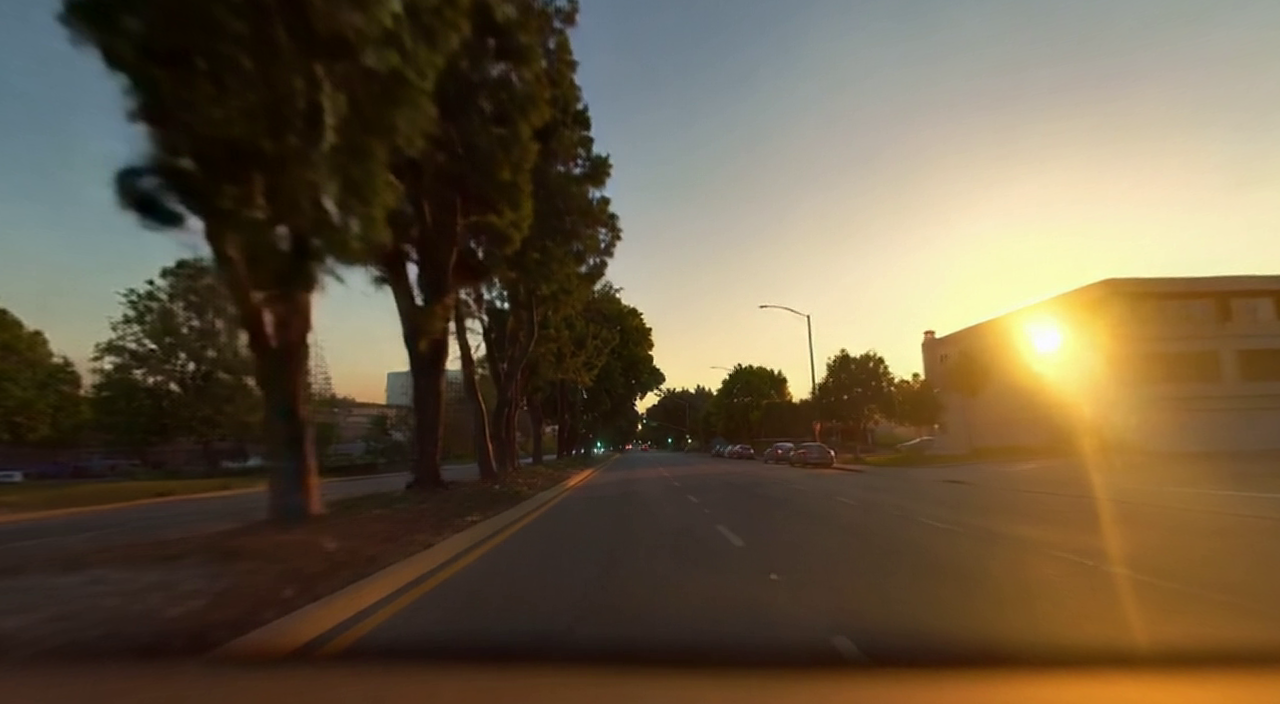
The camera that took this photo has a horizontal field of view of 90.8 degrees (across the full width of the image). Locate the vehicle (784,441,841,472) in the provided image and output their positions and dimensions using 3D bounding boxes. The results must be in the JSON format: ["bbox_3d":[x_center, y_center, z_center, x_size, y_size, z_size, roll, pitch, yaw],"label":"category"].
[{"bbox_3d":[9.912,6.018,36.671,1.984,1.672,4.262,0,-9,-2],"label":"vehicle"}]
